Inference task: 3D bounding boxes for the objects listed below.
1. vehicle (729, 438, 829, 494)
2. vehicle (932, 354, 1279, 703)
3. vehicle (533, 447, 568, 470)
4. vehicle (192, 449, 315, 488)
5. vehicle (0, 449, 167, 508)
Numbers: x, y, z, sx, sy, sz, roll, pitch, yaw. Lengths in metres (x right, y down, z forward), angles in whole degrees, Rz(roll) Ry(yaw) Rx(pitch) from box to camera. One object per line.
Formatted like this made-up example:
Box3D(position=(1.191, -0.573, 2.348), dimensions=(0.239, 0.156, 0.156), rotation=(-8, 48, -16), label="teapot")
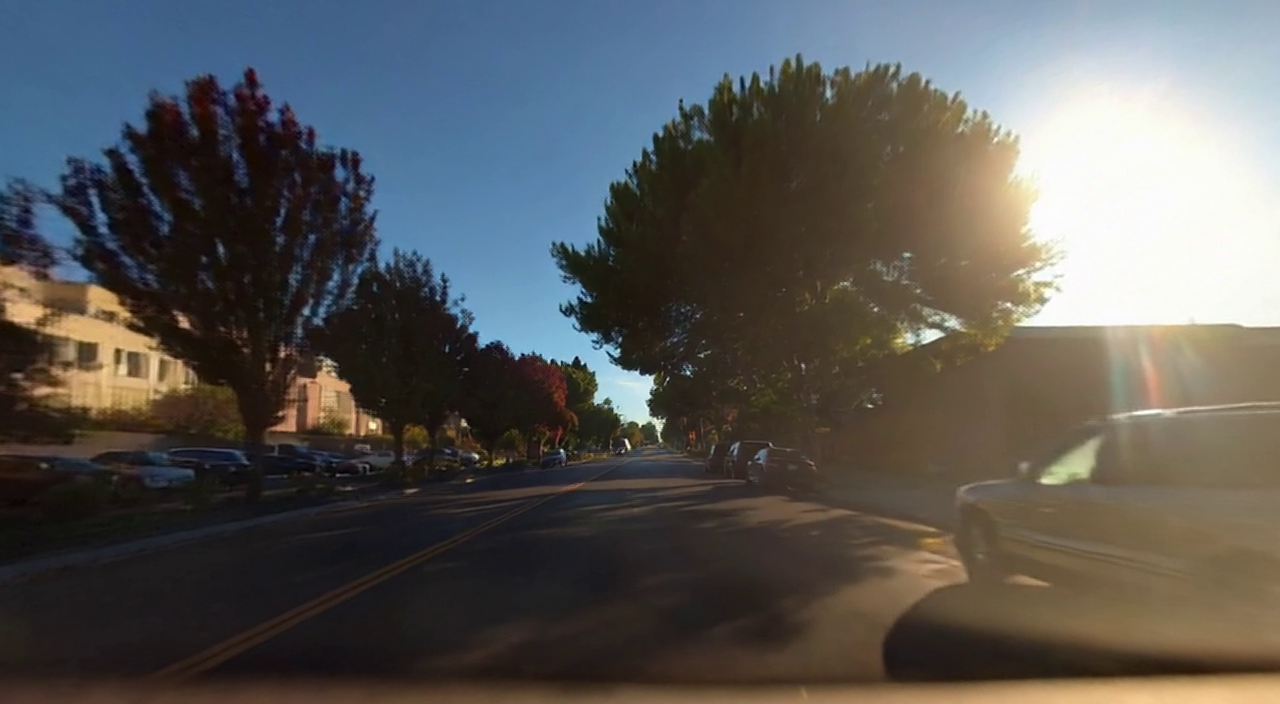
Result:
Box3D(position=(4.253, 3.581, 20.272), dimensions=(1.952, 1.538, 5.215), rotation=(0, -8, -1), label="vehicle")
Box3D(position=(4.017, 1.053, 4.122), dimensions=(2.104, 1.726, 4.288), rotation=(0, -8, -1), label="vehicle")
Box3D(position=(-6.530, 7.752, 46.306), dimensions=(1.928, 1.537, 4.439), rotation=(-1, -8, 0), label="vehicle")
Box3D(position=(-15.674, 4.677, 25.668), dimensions=(4.181, 1.467, 1.851), rotation=(-3, -9, 16), label="vehicle")
Box3D(position=(-16.025, 3.497, 17.823), dimensions=(4.491, 1.455, 1.959), rotation=(-3, -9, 18), label="vehicle")
